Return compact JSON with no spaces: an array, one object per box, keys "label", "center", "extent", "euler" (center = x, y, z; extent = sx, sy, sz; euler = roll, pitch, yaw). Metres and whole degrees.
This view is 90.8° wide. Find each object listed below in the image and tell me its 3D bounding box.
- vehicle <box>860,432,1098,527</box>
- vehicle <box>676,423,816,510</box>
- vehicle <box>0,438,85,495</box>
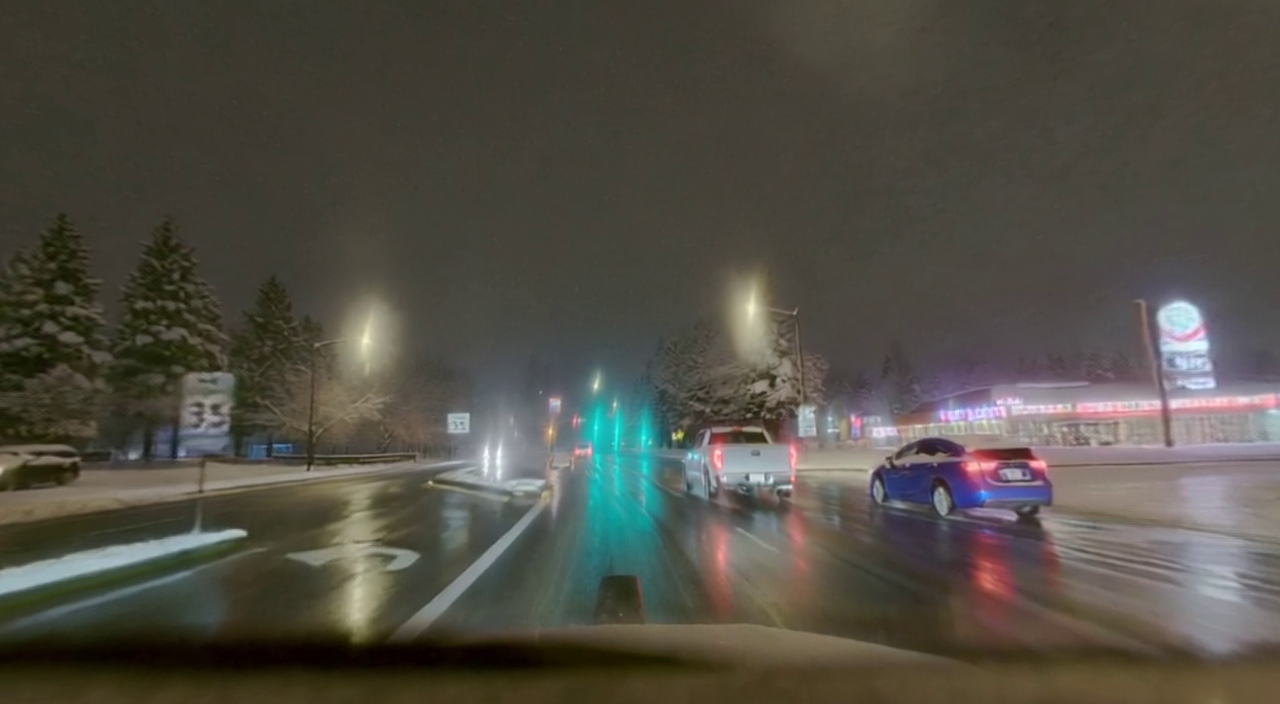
[{"label":"vehicle","center":[6.133,2.327,12.183],"extent":[1.986,1.480,4.296],"euler":[1,-8,-4]},{"label":"vehicle","center":[2.321,2.707,15.468],"extent":[2.214,1.749,4.998],"euler":[1,-8,-4]},{"label":"vehicle","center":[-31.274,5.646,31.514],"extent":[2.217,2.629,5.839],"euler":[1,-8,-7]}]
